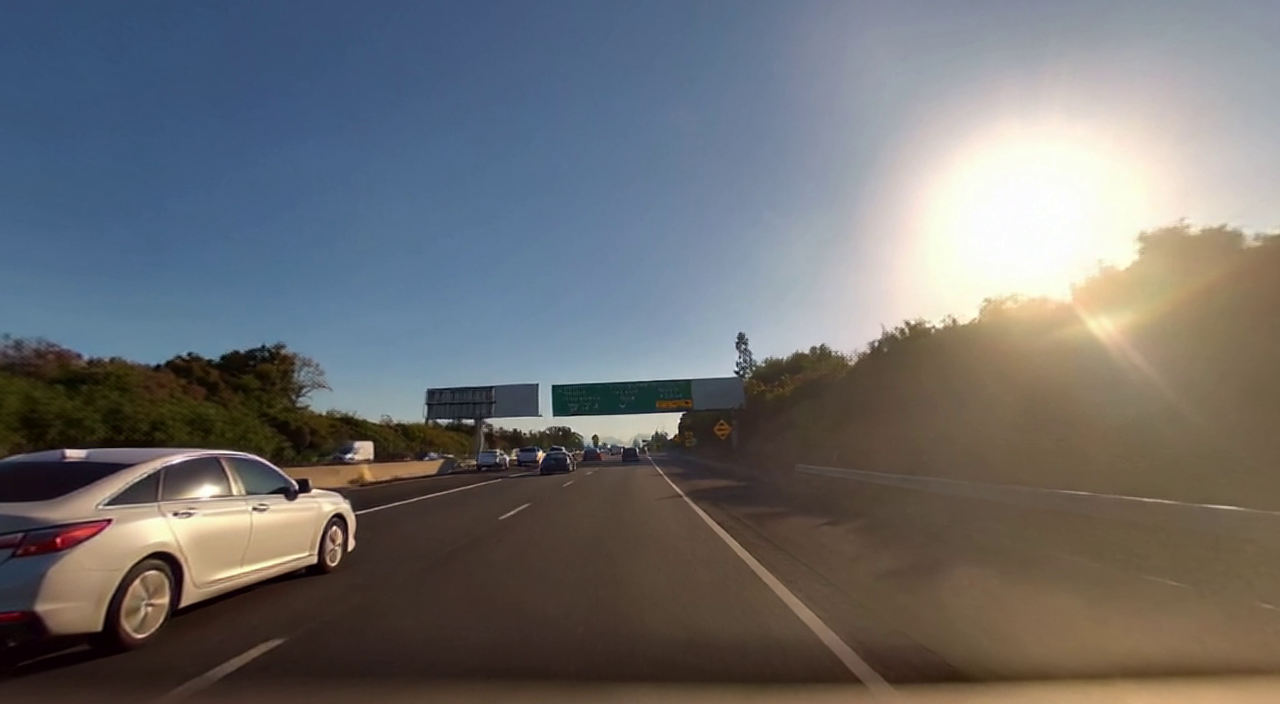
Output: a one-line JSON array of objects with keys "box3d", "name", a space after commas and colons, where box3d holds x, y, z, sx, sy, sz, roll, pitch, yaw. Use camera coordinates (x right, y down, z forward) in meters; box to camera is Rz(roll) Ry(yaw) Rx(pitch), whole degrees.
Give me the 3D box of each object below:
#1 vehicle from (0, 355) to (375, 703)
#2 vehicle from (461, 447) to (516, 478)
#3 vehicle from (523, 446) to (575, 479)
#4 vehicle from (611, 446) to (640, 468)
[{"box3d": [-4.077, 1.211, 4.831, 2.074, 1.779, 4.588, 0, -9, -1], "name": "vehicle"}, {"box3d": [-7.927, 5.782, 33.125, 1.936, 1.516, 3.904, 0, -9, -1], "name": "vehicle"}, {"box3d": [-4.343, 5.351, 30.540, 1.988, 1.477, 4.118, 0, -9, -1], "name": "vehicle"}, {"box3d": [-1.057, 7.643, 45.629, 2.023, 1.479, 3.718, 0, -9, 0], "name": "vehicle"}]
